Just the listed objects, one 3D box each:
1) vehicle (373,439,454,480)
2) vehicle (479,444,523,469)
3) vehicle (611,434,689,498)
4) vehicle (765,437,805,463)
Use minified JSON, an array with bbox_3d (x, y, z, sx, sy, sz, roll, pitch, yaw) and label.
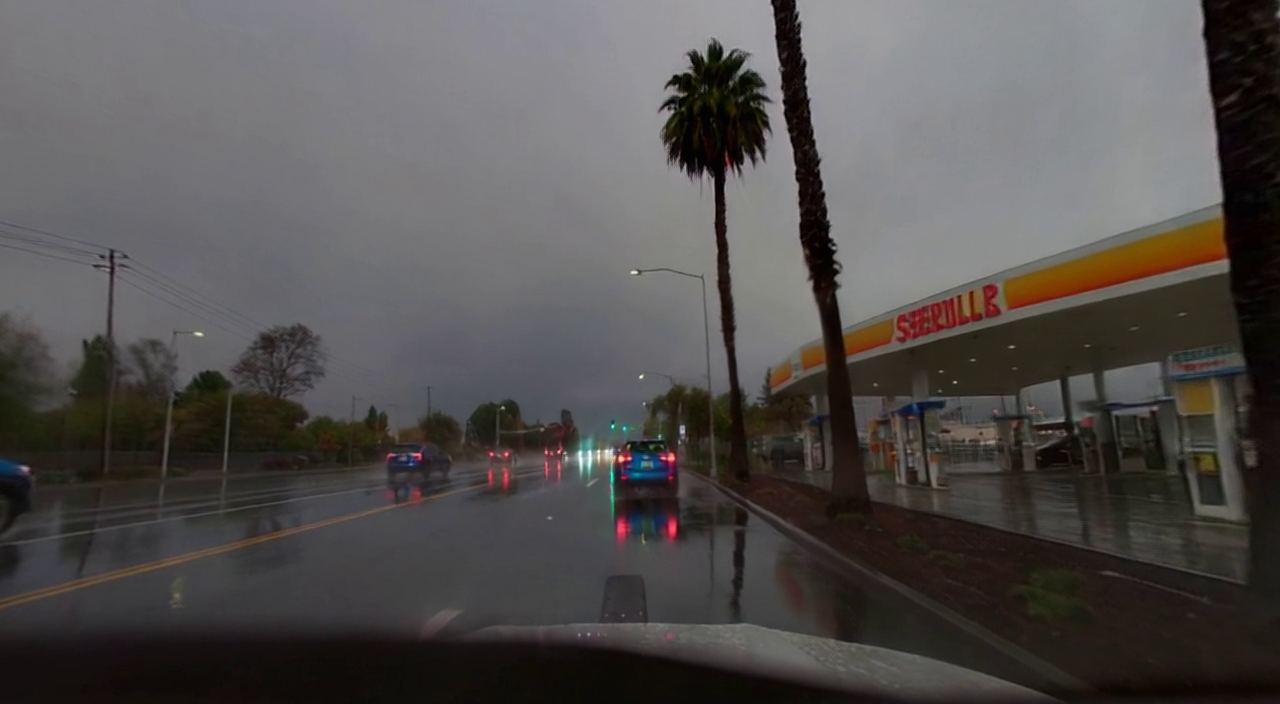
[{"bbox_3d":[-10.221,4.869,28.726,1.965,1.743,4.327,0,-9,2],"label":"vehicle"},{"bbox_3d":[-10.101,7.613,46.024,1.998,1.731,4.952,0,-9,2],"label":"vehicle"},{"bbox_3d":[0.323,3.374,18.968,2.121,1.710,3.893,0,-9,2],"label":"vehicle"},{"bbox_3d":[8.620,5.755,37.039,1.837,1.416,3.947,-3,-9,19],"label":"vehicle"}]
